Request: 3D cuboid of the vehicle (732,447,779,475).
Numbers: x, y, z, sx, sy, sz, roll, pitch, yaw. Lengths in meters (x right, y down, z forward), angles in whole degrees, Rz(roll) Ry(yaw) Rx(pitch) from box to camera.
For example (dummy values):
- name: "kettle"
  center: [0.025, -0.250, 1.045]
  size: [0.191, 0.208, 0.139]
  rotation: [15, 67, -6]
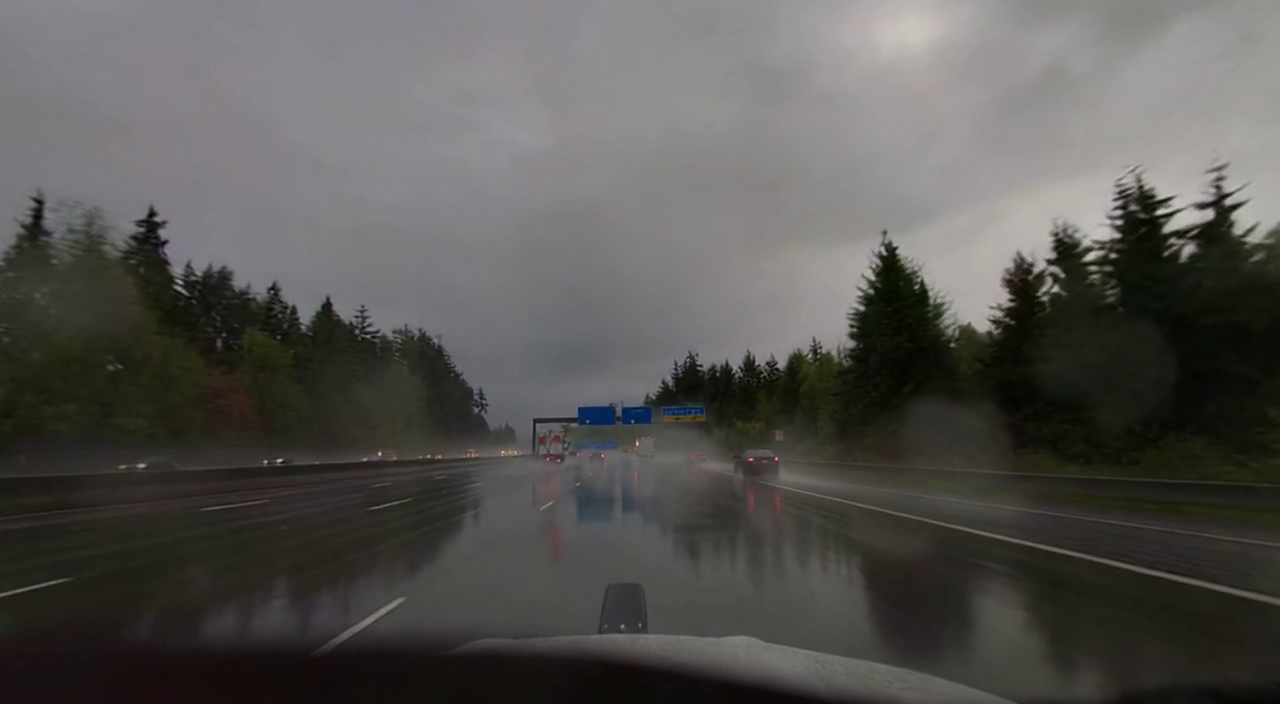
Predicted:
- name: "vehicle"
  center: [7.118, 6.783, 39.389]
  size: [1.989, 1.591, 4.348]
  rotation: [0, -9, -2]
